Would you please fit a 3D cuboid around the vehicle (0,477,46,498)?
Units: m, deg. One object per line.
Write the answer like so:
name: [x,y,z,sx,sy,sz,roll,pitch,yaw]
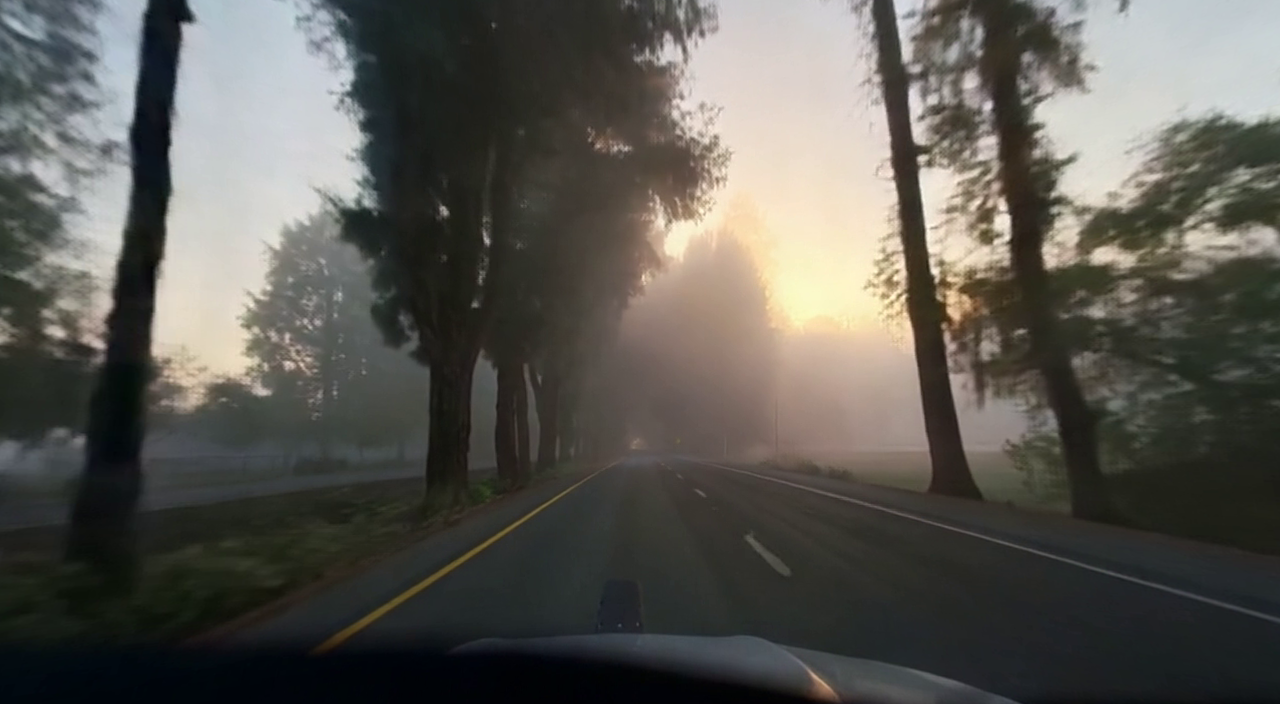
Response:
vehicle: [-46.015,9.878,46.070,3.601,1.431,1.591,1,-8,-5]
